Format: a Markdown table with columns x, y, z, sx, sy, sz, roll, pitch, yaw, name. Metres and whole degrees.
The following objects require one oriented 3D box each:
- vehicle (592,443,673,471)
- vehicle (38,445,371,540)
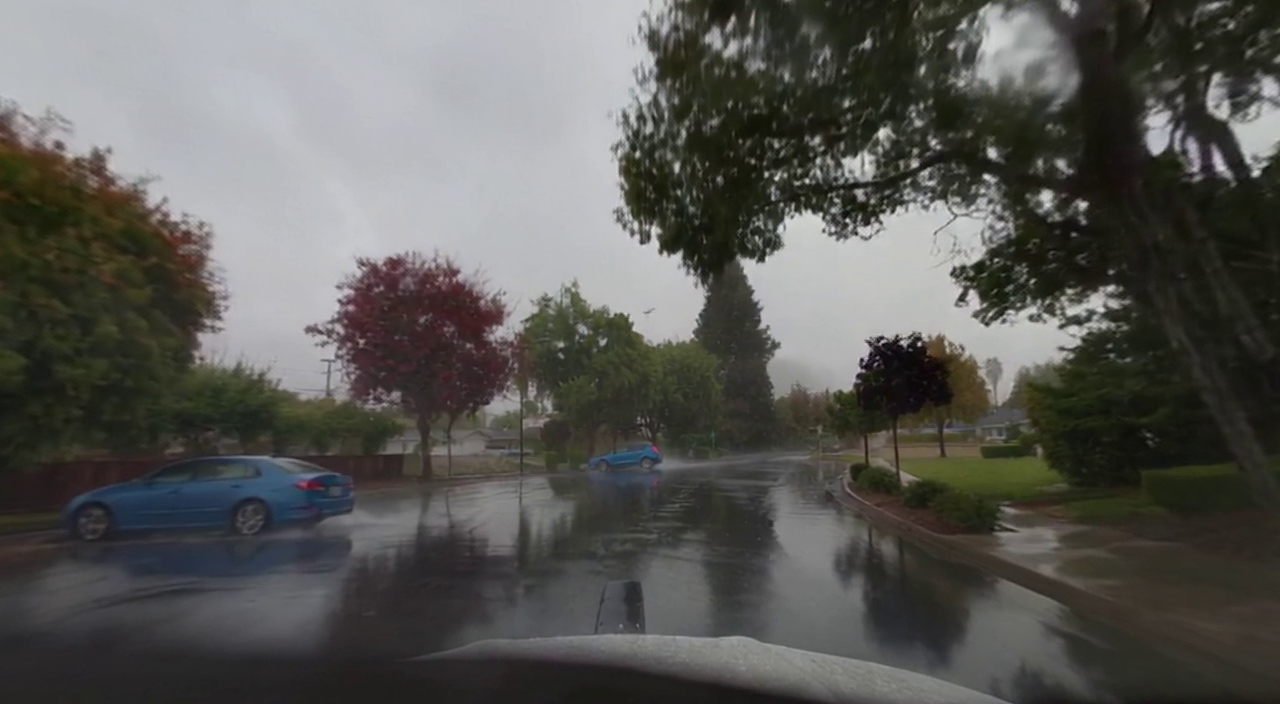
| x | y | z | sx | sy | sz | roll | pitch | yaw | name |
| --- | --- | --- | --- | --- | --- | --- | --- | --- | --- |
| -0.439 | 6.450 | 39.023 | 4.692 | 1.660 | 1.879 | -2 | -9 | 15 | vehicle |
| -7.568 | 2.427 | 11.309 | 4.653 | 1.480 | 1.871 | -1 | -8 | 4 | vehicle |
